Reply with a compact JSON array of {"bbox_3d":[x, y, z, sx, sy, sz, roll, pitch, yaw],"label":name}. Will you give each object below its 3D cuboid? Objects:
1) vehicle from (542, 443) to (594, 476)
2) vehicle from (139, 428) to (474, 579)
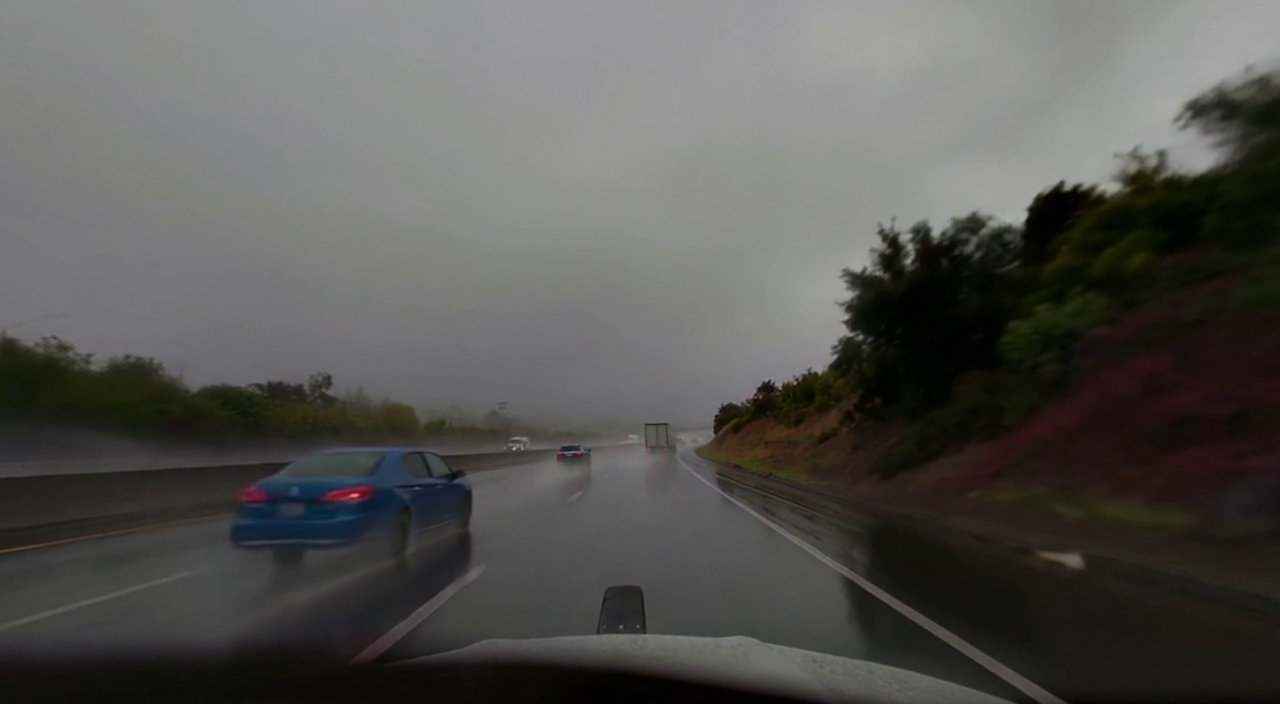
[{"bbox_3d":[-3.429,5.220,30.809,1.943,1.460,3.961,0,-9,2],"label":"vehicle"},{"bbox_3d":[-3.892,1.844,8.488,2.078,1.469,4.371,0,-9,1],"label":"vehicle"}]
